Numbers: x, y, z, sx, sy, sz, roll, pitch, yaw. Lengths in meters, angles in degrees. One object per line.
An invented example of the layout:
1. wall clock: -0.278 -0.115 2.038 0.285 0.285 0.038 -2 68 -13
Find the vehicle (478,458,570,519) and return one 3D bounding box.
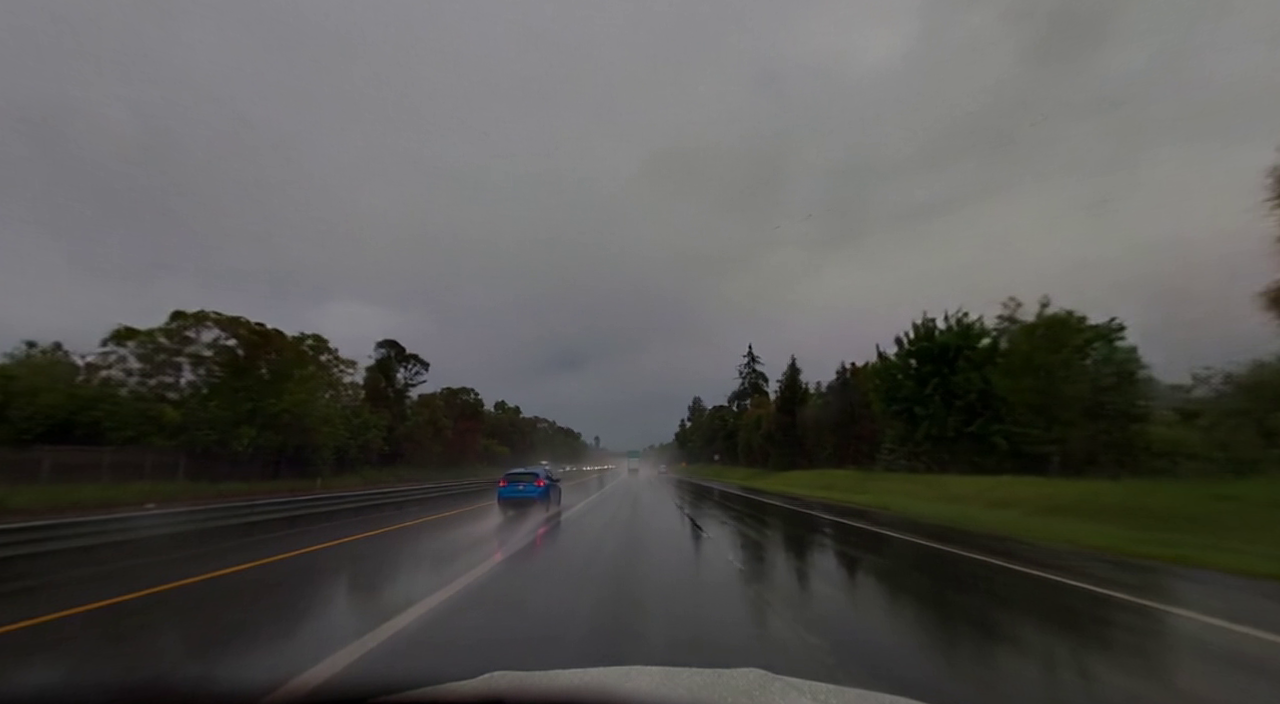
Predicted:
1. vehicle: -3.219 3.899 18.368 1.797 1.532 4.072 0 -10 1
